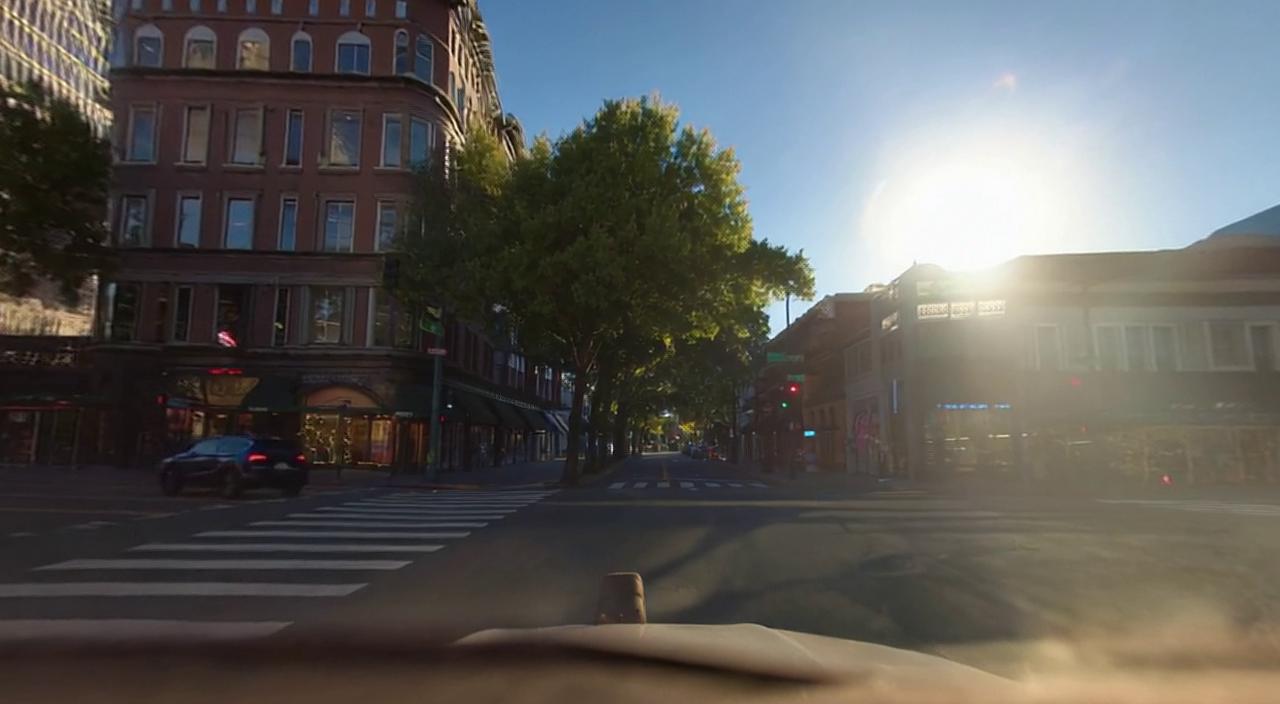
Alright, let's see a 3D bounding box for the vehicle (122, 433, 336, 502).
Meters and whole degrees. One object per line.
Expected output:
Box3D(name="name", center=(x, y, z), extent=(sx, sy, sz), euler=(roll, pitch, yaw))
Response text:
Box3D(name="vehicle", center=(-10.069, 2.778, 15.542), extent=(4.459, 1.482, 2.106), euler=(-3, -9, 21))
